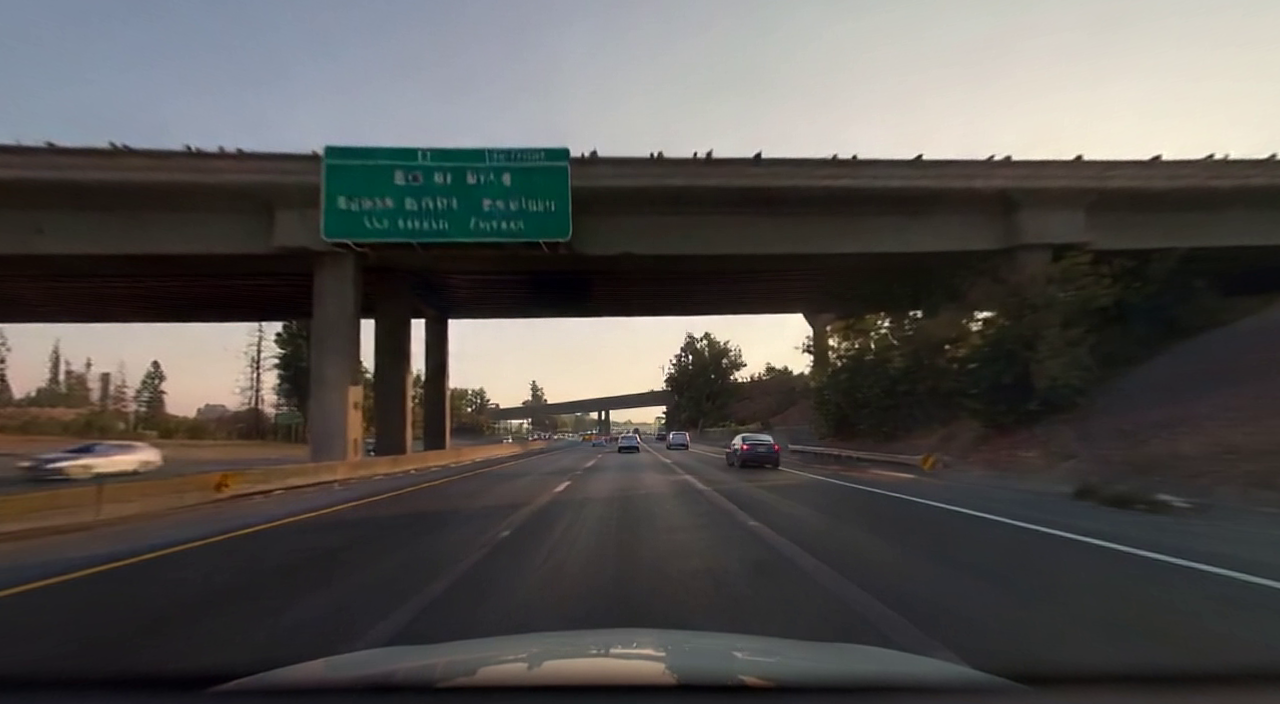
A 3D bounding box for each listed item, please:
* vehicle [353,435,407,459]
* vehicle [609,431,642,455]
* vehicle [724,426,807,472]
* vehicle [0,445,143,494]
[{"bbox_3d":[-17.573,6.426,42.847,1.864,1.517,4.304,0,-8,-1],"label":"vehicle"},{"bbox_3d":[-0.925,5.730,40.000,1.987,1.440,3.565,0,-8,-1],"label":"vehicle"},{"bbox_3d":[4.437,3.477,22.986,2.056,1.508,4.093,0,-8,-2],"label":"vehicle"},{"bbox_3d":[-21.354,4.369,23.845,1.798,1.613,4.065,0,-8,-1],"label":"vehicle"}]
